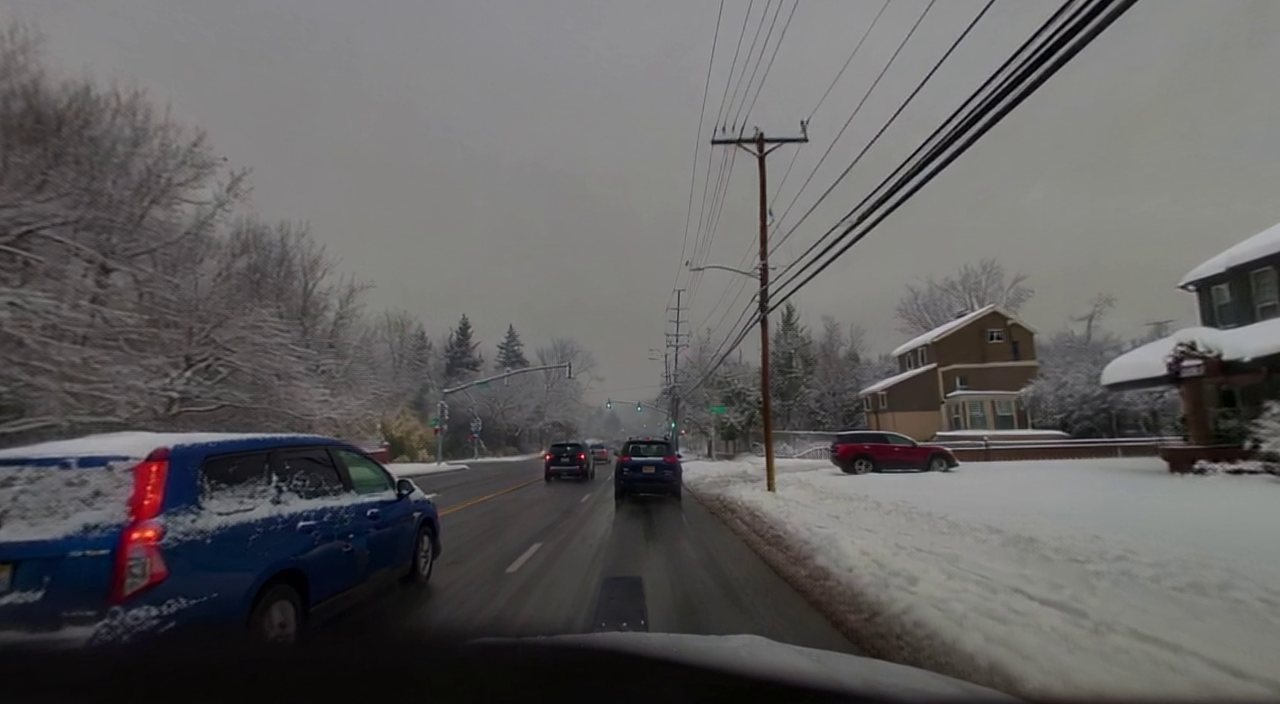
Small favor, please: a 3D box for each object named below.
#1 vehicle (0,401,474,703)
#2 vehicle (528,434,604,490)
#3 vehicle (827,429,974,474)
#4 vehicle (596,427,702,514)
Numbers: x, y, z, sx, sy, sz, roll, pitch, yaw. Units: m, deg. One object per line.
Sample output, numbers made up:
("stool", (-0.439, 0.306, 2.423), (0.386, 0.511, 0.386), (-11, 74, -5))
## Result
("vehicle", (-2.839, 1.253, 4.361), (1.968, 1.472, 4.685), (0, -9, 2))
("vehicle", (-2.459, 3.801, 22.031), (2.000, 1.737, 4.133), (-1, -9, 2))
("vehicle", (9.308, 3.588, 22.817), (4.456, 1.504, 1.914), (0, -9, 0))
("vehicle", (0.186, 2.693, 14.737), (2.120, 1.718, 3.909), (0, -9, 0))
